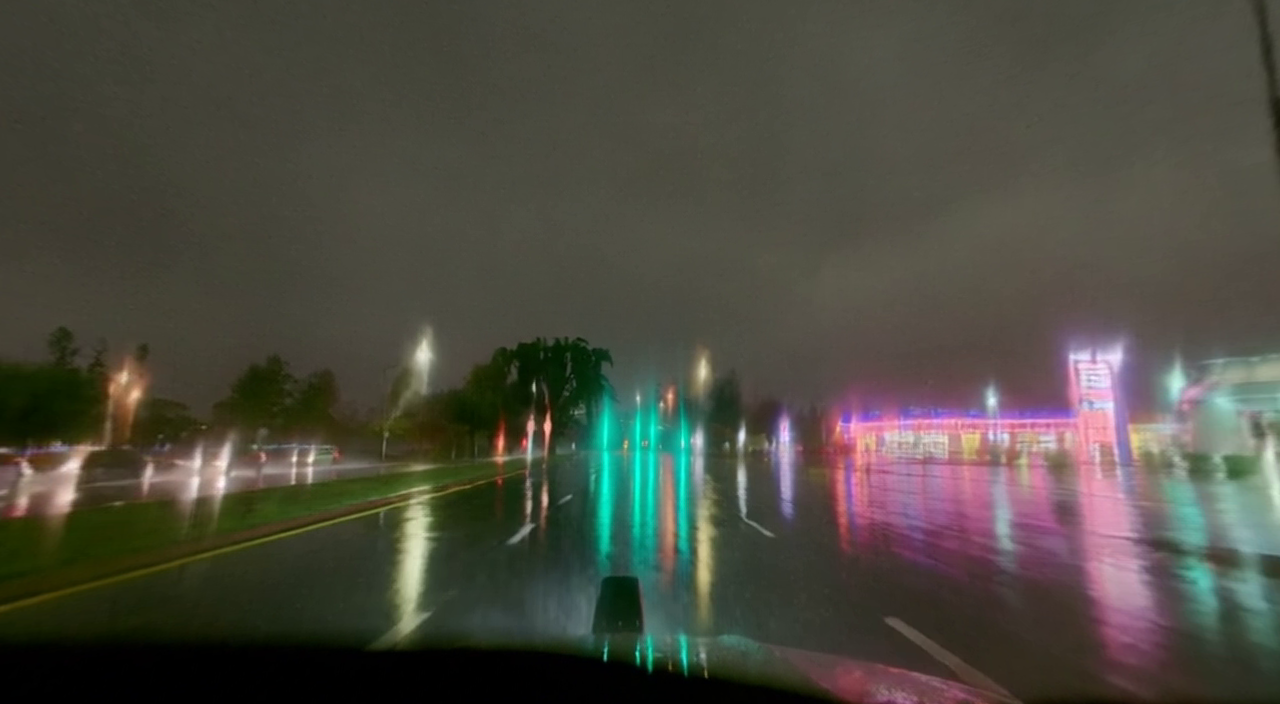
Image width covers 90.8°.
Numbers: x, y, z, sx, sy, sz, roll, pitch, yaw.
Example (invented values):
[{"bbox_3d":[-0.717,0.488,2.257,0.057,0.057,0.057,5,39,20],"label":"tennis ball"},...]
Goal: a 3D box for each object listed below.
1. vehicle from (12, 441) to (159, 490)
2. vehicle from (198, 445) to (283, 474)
[{"bbox_3d":[-22.522,4.632,25.942,1.902,1.609,4.689,-6,-9,-1],"label":"vehicle"},{"bbox_3d":[-22.513,6.061,35.809,1.771,1.524,4.592,-1,-8,1],"label":"vehicle"}]
